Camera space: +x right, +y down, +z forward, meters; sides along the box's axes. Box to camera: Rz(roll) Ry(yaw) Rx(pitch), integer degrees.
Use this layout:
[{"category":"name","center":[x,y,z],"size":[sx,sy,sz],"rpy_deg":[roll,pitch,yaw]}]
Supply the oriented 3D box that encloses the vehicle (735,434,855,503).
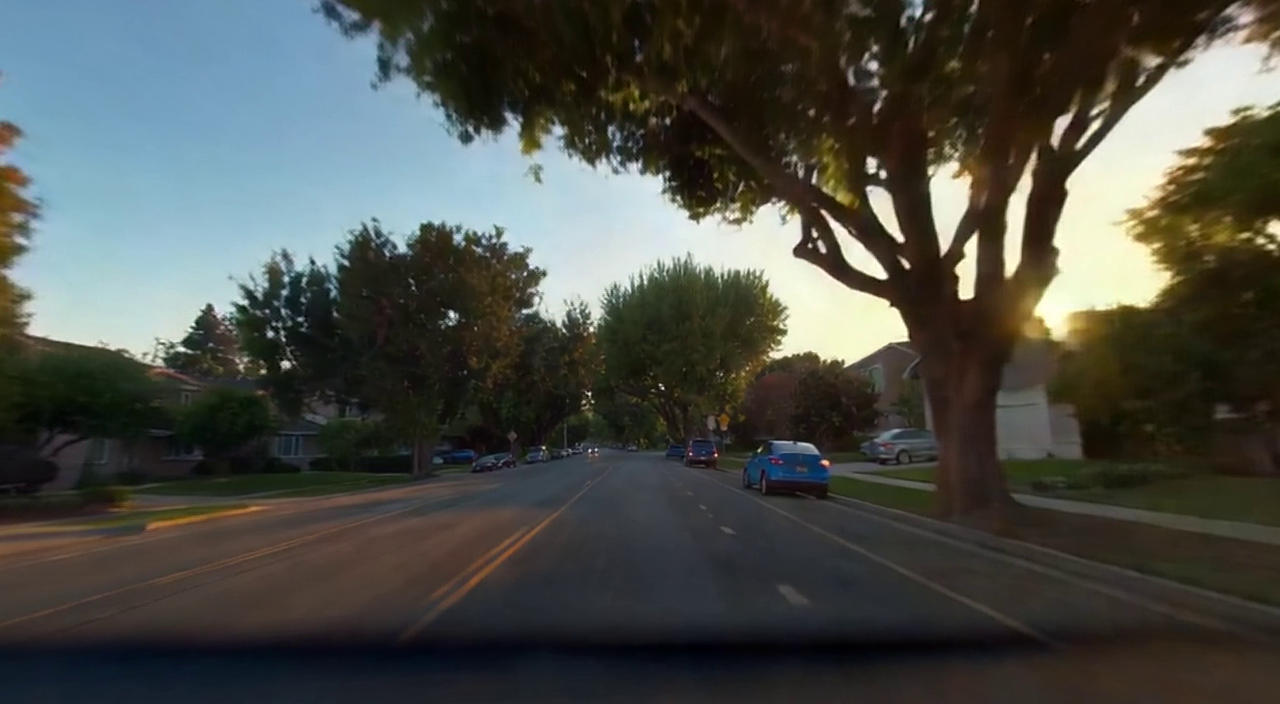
[{"category":"vehicle","center":[4.096,3.164,17.609],"size":[2.173,1.656,4.514],"rpy_deg":[0,-8,-1]}]

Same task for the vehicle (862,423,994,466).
[{"category":"vehicle","center":[12.166,3.956,26.934],"size":[4.660,1.749,1.893],"rpy_deg":[0,-8,-2]}]

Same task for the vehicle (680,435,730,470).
[{"category":"vehicle","center":[3.902,6.156,38.856],"size":[2.319,1.938,5.961],"rpy_deg":[0,-8,-1]}]

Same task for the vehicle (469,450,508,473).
[{"category":"vehicle","center":[-11.010,8.000,46.269],"size":[1.815,1.532,4.517],"rpy_deg":[0,-8,-2]}]
